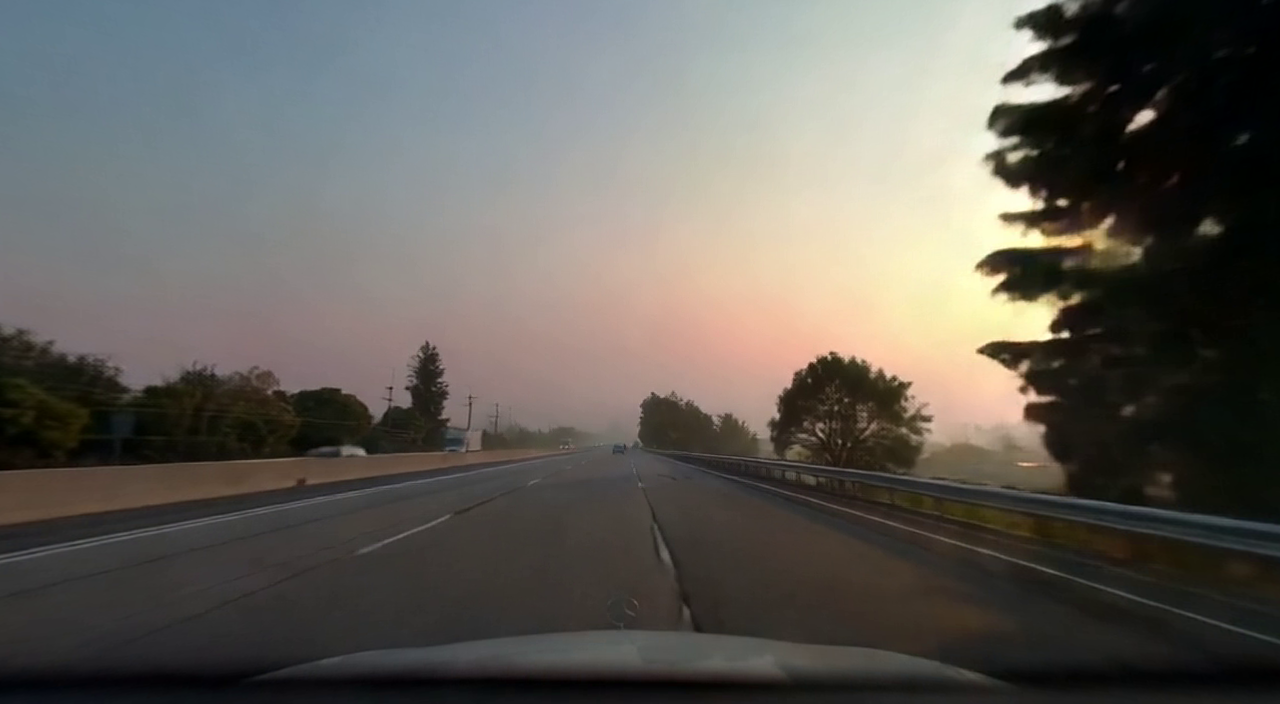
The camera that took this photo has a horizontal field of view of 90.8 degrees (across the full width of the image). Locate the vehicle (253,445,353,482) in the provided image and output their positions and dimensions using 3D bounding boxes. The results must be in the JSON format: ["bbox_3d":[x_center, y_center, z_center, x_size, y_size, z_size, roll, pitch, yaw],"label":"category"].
[{"bbox_3d":[-14.674,4.880,27.809,1.954,1.491,4.602,0,-9,-2],"label":"vehicle"}]
